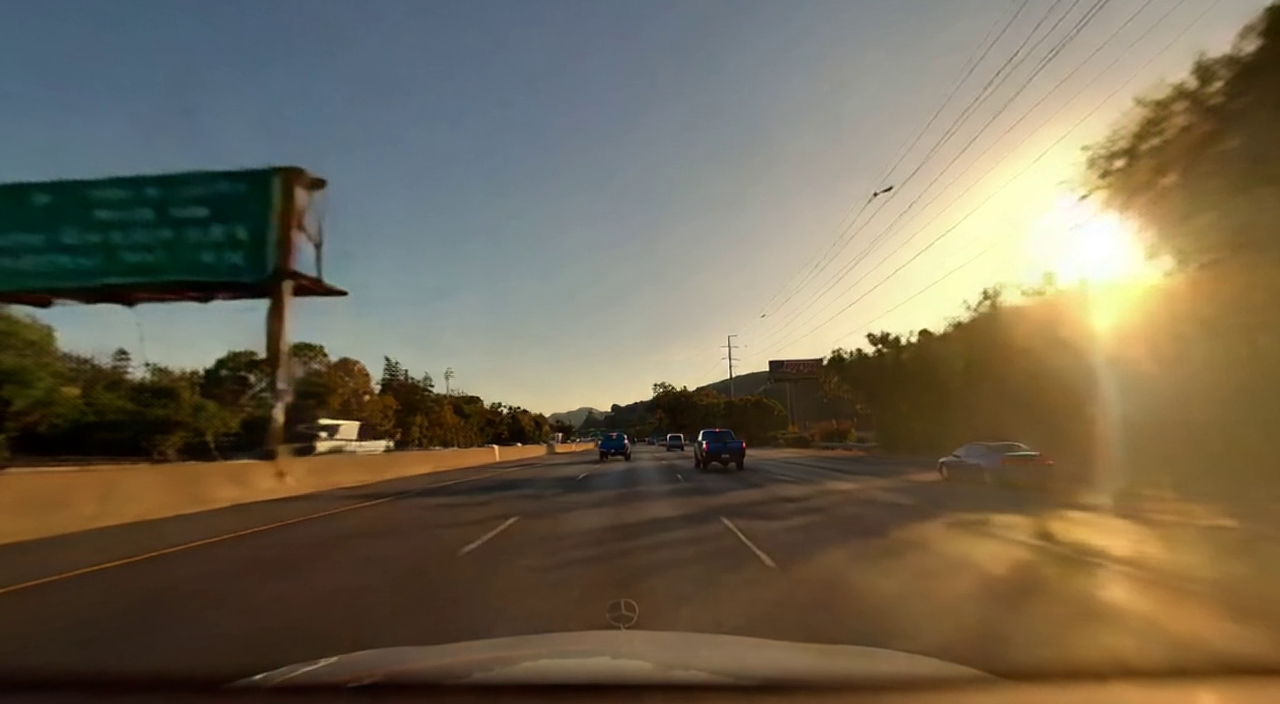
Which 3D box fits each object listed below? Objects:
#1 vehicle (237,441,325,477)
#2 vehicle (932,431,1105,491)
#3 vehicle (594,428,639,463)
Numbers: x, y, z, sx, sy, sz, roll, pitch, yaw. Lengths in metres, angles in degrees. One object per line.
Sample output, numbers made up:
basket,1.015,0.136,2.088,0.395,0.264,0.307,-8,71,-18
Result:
vehicle,-17.789,5.289,31.482,1.846,1.611,4.293,0,-8,0
vehicle,10.609,3.069,18.173,2.076,1.470,4.644,0,-8,-1
vehicle,-1.389,5.881,39.692,2.508,2.023,6.176,0,-8,1
